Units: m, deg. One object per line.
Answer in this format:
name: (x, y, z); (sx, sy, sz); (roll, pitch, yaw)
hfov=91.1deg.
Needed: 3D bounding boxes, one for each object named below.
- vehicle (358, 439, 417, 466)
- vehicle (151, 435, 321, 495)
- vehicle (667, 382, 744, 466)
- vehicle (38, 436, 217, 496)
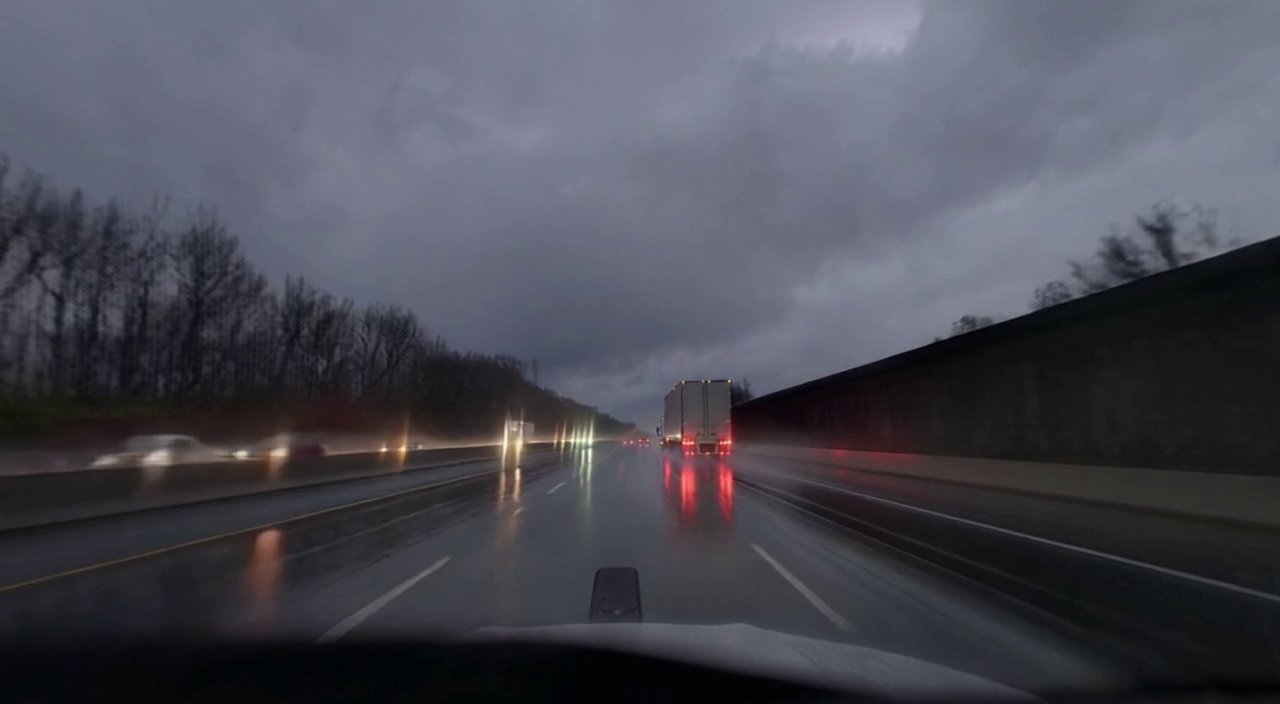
vehicle: (-15.789, 6.268, 39.547); (1.861, 1.556, 4.536); (0, -8, 0)
vehicle: (-11.971, 3.315, 19.143); (1.993, 1.570, 4.855); (0, -8, -1)
vehicle: (3.552, 4.548, 38.830); (2.979, 4.161, 15.508); (0, -7, -1)
vehicle: (-15.676, 3.454, 19.637); (1.905, 1.641, 4.417); (0, -8, -1)
